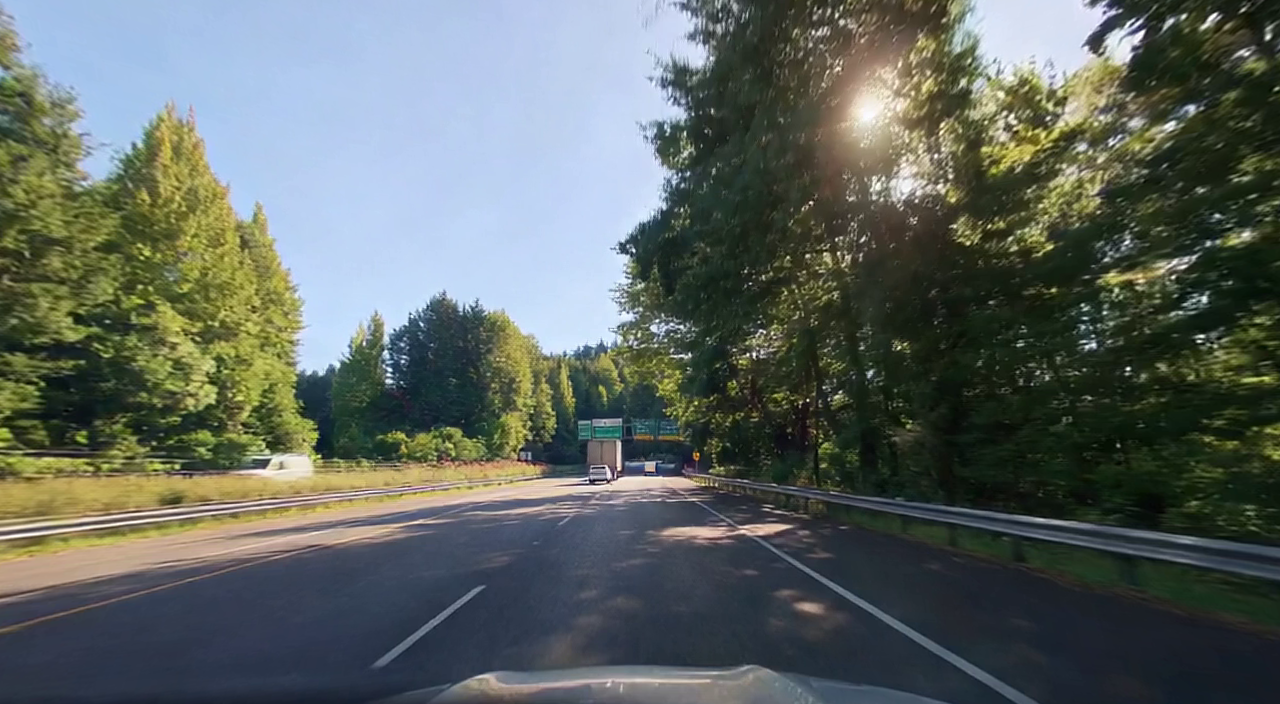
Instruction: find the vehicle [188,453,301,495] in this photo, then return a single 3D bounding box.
[{"bbox_3d":[-16.253,5.037,26.181,1.898,1.547,4.194,1,-10,0],"label":"vehicle"}]
